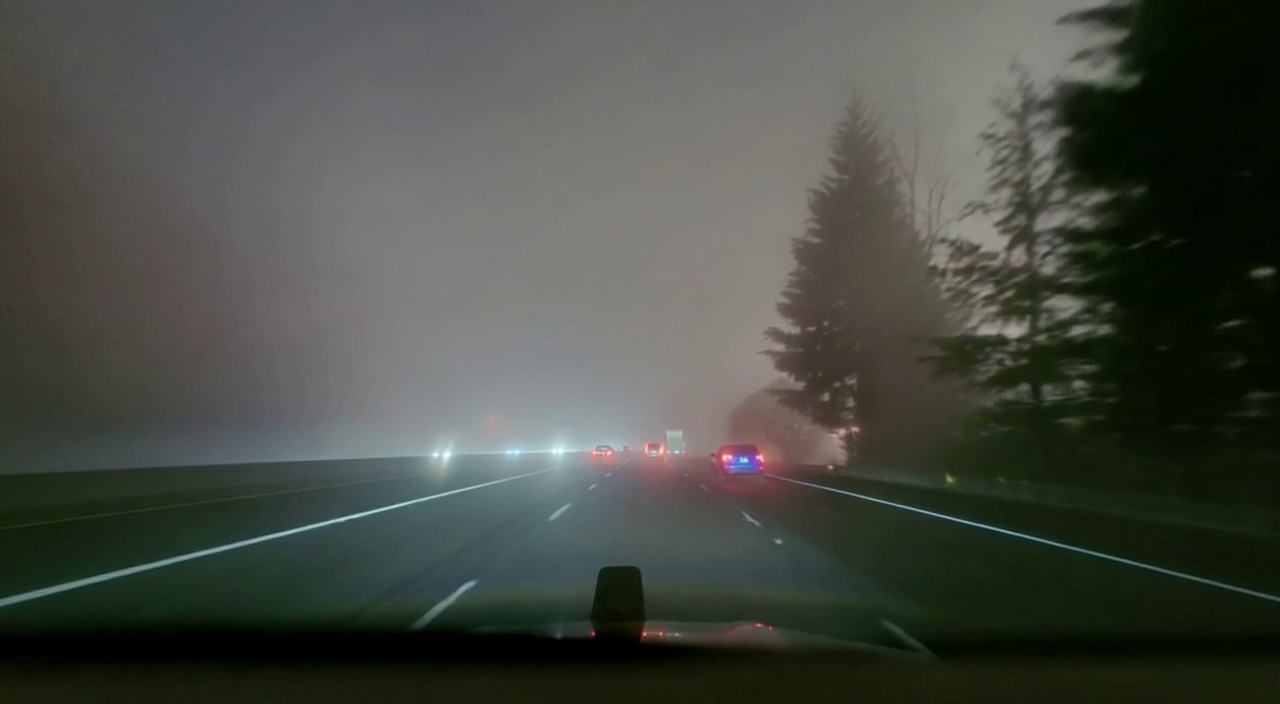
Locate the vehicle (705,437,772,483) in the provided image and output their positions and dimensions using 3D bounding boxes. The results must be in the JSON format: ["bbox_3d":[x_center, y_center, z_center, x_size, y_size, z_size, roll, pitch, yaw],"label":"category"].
[{"bbox_3d":[3.976,4.426,26.115,2.082,1.720,4.393,0,-9,0],"label":"vehicle"}]

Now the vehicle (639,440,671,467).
[{"bbox_3d":[1.053,7.375,45.933,2.205,1.785,4.423,0,-9,0],"label":"vehicle"}]
